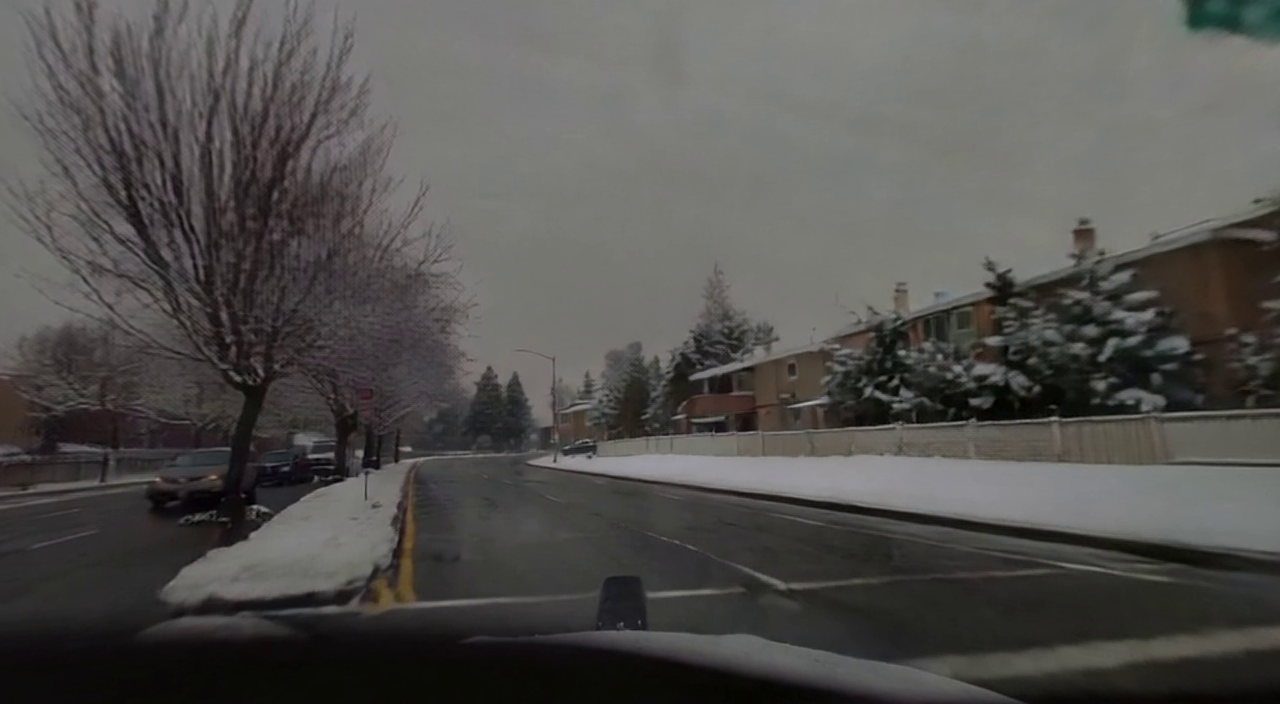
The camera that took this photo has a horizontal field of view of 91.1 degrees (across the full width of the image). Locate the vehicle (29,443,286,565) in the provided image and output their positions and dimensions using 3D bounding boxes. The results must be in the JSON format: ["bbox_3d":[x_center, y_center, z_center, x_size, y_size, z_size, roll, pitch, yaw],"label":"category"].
[{"bbox_3d":[-7.461,2.267,10.400,1.912,1.464,4.652,3,-8,-19],"label":"vehicle"}]
